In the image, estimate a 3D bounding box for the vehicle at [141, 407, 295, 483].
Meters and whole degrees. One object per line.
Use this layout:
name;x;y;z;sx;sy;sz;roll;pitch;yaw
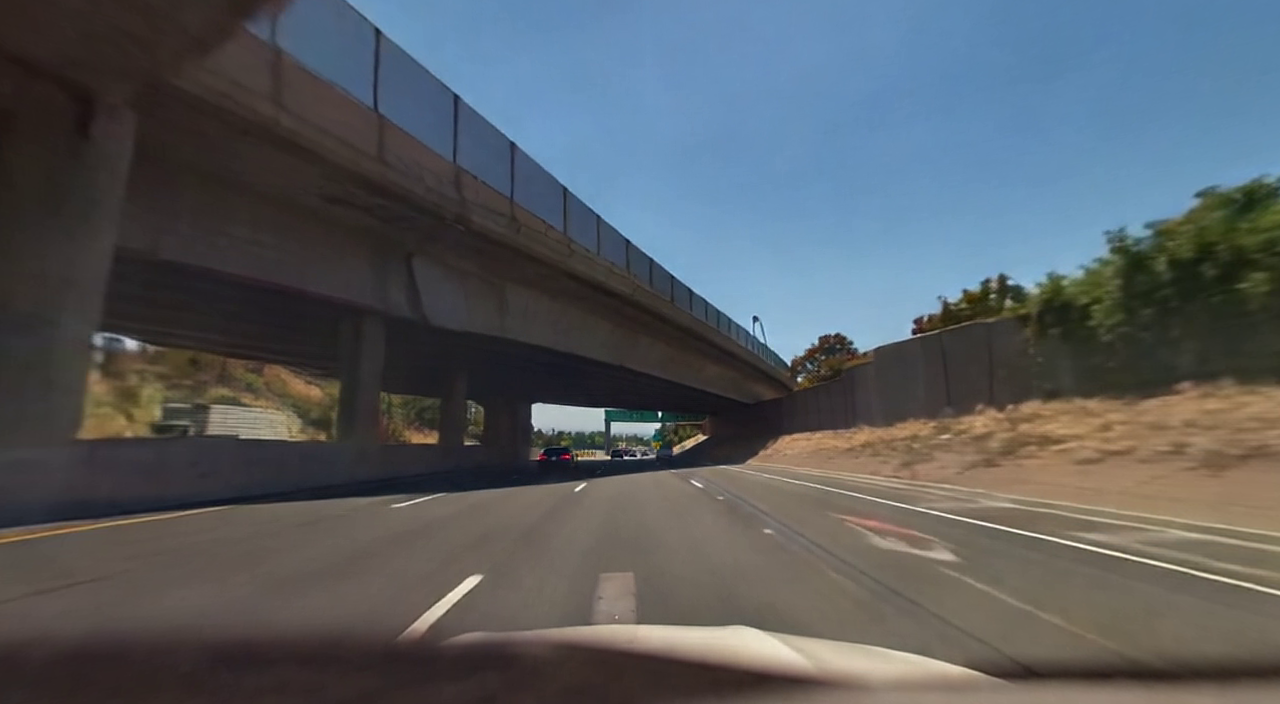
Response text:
vehicle;-24.962;5.625;38.296;2.889;3.965;9.817;0;-8;-3

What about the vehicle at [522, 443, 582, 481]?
vehicle;-3.831;4.879;28.318;2.037;1.514;4.335;0;-8;0
